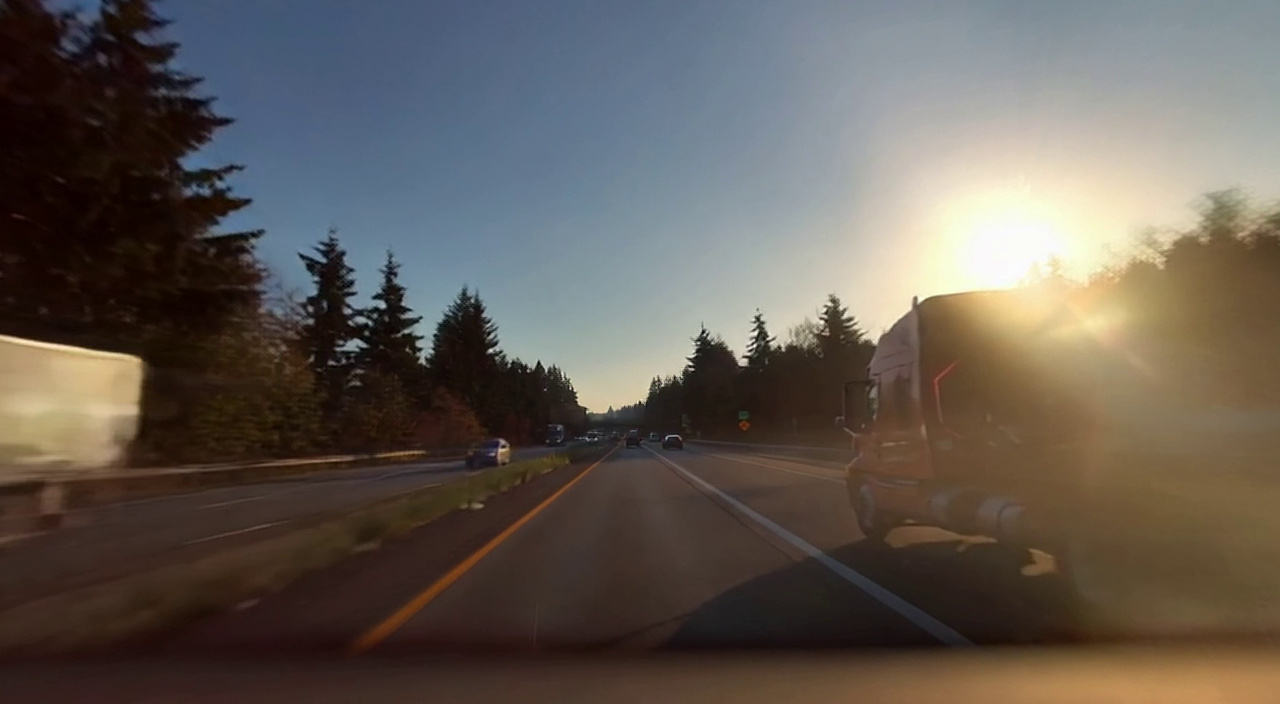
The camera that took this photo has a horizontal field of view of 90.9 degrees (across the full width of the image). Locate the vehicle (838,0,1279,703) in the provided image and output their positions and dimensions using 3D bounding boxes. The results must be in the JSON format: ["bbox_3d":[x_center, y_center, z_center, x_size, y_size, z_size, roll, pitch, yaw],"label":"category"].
[{"bbox_3d":[3.885,0.035,4.029,2.999,4.013,6.296,0,-8,-1],"label":"vehicle"}]

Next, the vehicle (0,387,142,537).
[{"bbox_3d":[-12.221,2.066,12.029,2.213,2.581,3.799,0,-8,-1],"label":"vehicle"}]

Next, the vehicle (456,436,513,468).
[{"bbox_3d":[-8.279,5.343,33.904,1.977,1.456,4.489,-3,-8,-1],"label":"vehicle"}]
